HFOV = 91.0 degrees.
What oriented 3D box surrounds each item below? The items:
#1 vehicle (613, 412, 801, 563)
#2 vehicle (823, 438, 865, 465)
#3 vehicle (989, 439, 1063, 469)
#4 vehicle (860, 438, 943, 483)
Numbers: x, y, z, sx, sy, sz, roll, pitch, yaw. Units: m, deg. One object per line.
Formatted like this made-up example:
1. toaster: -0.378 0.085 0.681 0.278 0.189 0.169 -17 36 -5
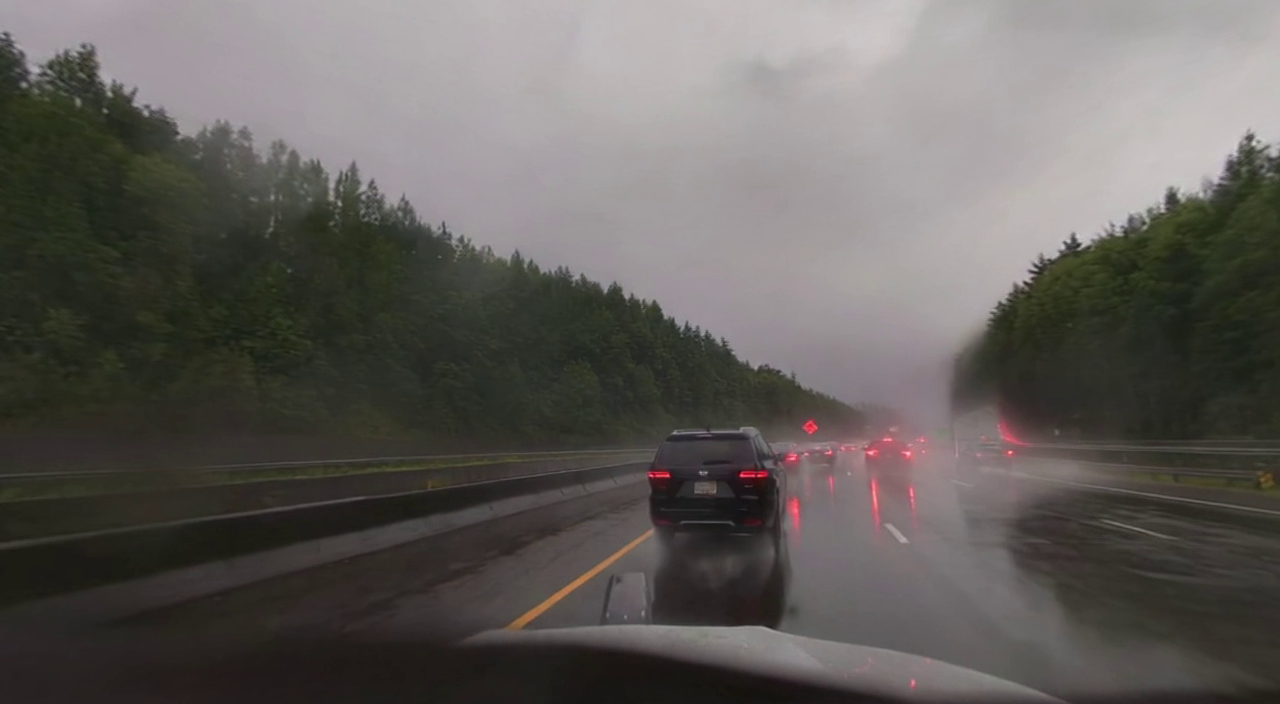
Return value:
1. vehicle: 1.209 1.801 9.163 2.021 1.635 4.085 -2 -9 16
2. vehicle: 12.583 6.134 39.061 1.857 1.584 3.976 -1 -8 9
3. vehicle: 20.244 5.332 33.216 1.990 1.478 4.475 -2 -9 14
4. vehicle: 9.429 3.912 23.097 1.962 1.442 4.536 -2 -8 12
